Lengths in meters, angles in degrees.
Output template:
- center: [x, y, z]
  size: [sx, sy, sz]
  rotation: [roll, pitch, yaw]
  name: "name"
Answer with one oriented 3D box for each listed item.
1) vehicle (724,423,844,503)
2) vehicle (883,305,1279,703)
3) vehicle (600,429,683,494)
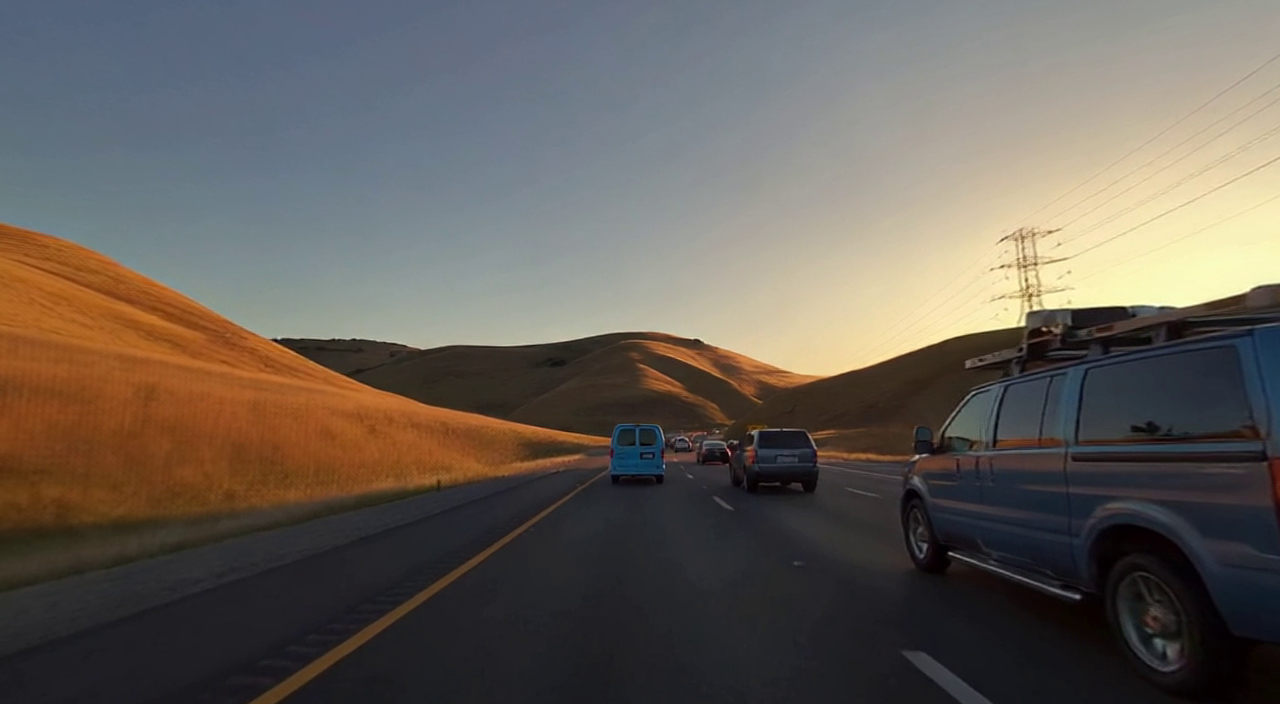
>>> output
- center: [3.608, 2.884, 16.808]
  size: [2.139, 1.821, 4.480]
  rotation: [0, -8, 0]
  name: "vehicle"
- center: [3.924, 0.935, 3.677]
  size: [2.691, 1.901, 5.744]
  rotation: [0, -8, 0]
  name: "vehicle"
- center: [0.075, 3.363, 19.714]
  size: [2.268, 1.772, 4.523]
  rotation: [0, -8, 1]
  name: "vehicle"
